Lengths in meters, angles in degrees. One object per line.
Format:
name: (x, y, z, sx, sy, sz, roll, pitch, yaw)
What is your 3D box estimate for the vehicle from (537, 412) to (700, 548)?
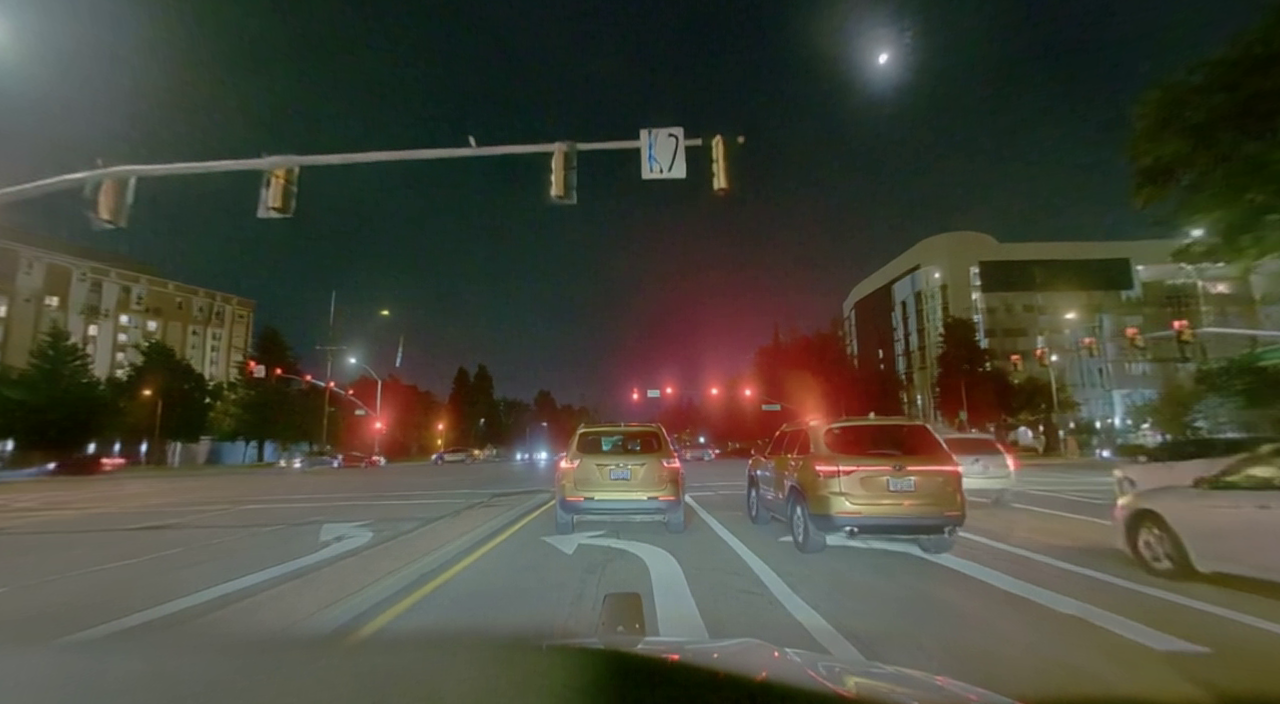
vehicle: (-0.305, 1.920, 10.082, 2.039, 1.698, 4.144, 0, -8, -1)

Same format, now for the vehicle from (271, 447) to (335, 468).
vehicle: (-26.521, 8.305, 49.727, 4.253, 1.610, 1.800, -3, -9, 16)

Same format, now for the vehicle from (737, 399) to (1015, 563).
vehicle: (2.969, 1.755, 9.272, 2.228, 1.798, 4.370, 0, -8, -2)

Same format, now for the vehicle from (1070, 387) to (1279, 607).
vehicle: (6.155, 1.129, 4.847, 2.049, 1.743, 5.146, 0, -8, 0)

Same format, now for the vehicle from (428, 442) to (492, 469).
vehicle: (-12.218, 6.942, 42.752, 4.318, 1.712, 2.188, -8, -12, 43)
